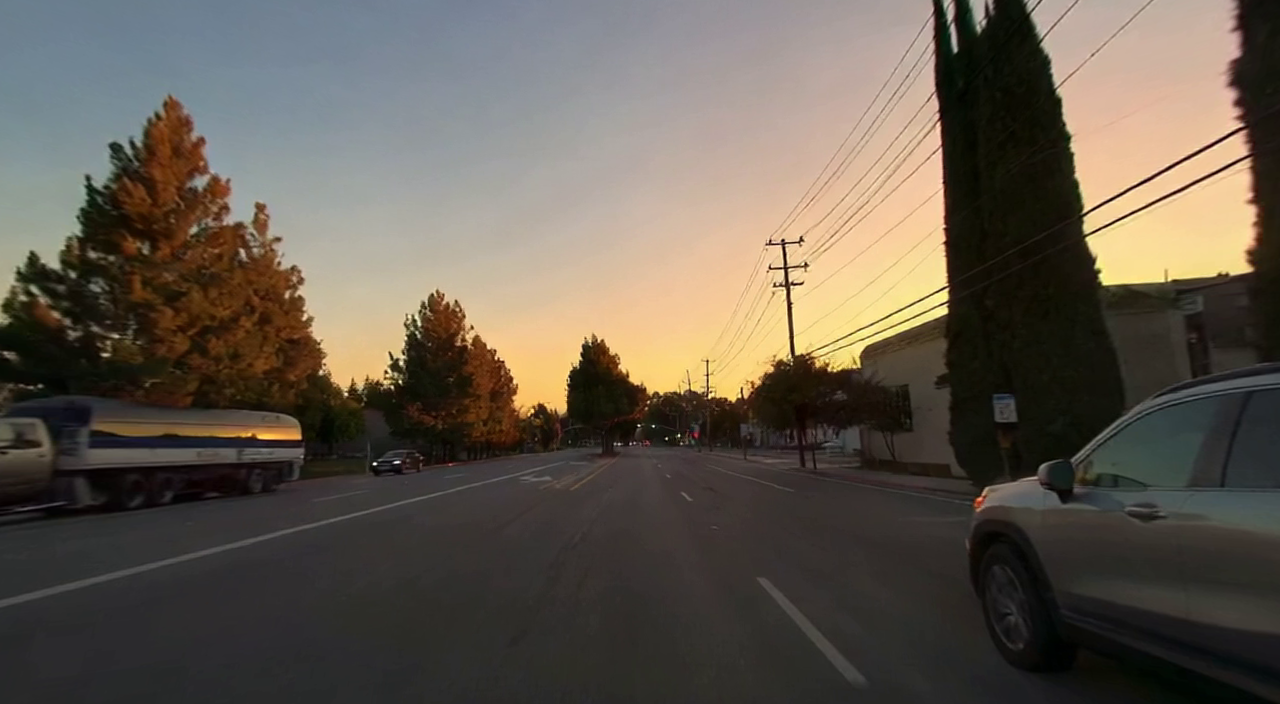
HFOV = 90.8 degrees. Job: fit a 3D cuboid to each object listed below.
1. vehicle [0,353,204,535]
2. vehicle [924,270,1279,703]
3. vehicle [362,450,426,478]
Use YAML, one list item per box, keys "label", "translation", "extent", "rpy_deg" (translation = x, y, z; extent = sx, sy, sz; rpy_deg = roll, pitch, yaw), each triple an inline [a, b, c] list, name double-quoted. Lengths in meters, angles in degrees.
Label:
- label: "vehicle"
  translation: [-13.972, 1.989, 13.595]
  extent: [2.980, 3.522, 8.459]
  rpy_deg: [0, -9, 1]
- label: "vehicle"
  translation: [3.047, 0.663, 2.016]
  extent: [2.060, 1.820, 4.713]
  rpy_deg: [0, -9, 0]
- label: "vehicle"
  translation: [-14.274, 6.473, 36.896]
  extent: [2.015, 1.501, 4.307]
  rpy_deg: [0, -9, 0]
